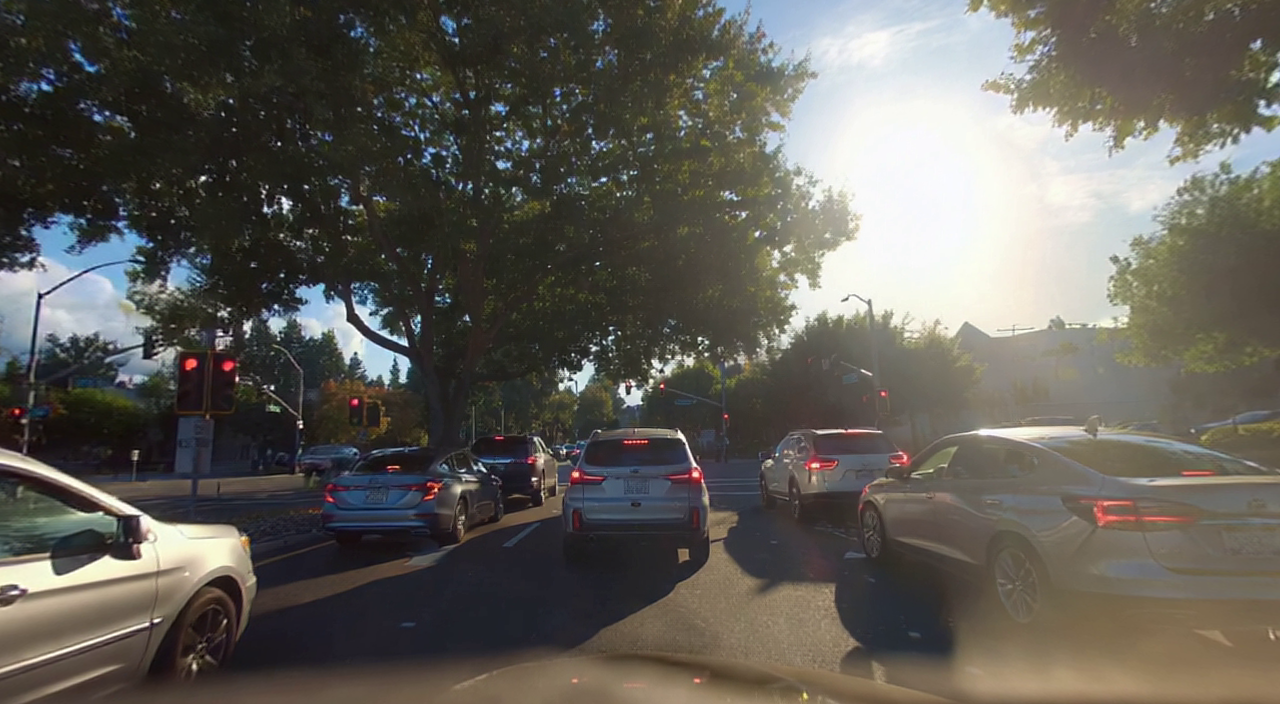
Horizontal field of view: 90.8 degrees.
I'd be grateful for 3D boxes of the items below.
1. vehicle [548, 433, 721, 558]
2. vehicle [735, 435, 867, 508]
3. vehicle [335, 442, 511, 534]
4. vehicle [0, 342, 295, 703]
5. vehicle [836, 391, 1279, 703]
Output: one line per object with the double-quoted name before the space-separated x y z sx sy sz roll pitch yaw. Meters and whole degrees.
"vehicle" -0.076 2.009 9.589 2.061 1.470 3.970 0 -8 0
"vehicle" 3.645 2.786 15.256 1.922 1.472 4.440 0 -8 -1
"vehicle" -3.916 2.501 12.338 1.919 1.459 4.371 0 -8 -1
"vehicle" -3.663 0.846 2.547 2.047 1.764 4.369 0 -8 0
"vehicle" 3.390 1.307 5.424 1.933 1.564 4.600 0 -8 0
